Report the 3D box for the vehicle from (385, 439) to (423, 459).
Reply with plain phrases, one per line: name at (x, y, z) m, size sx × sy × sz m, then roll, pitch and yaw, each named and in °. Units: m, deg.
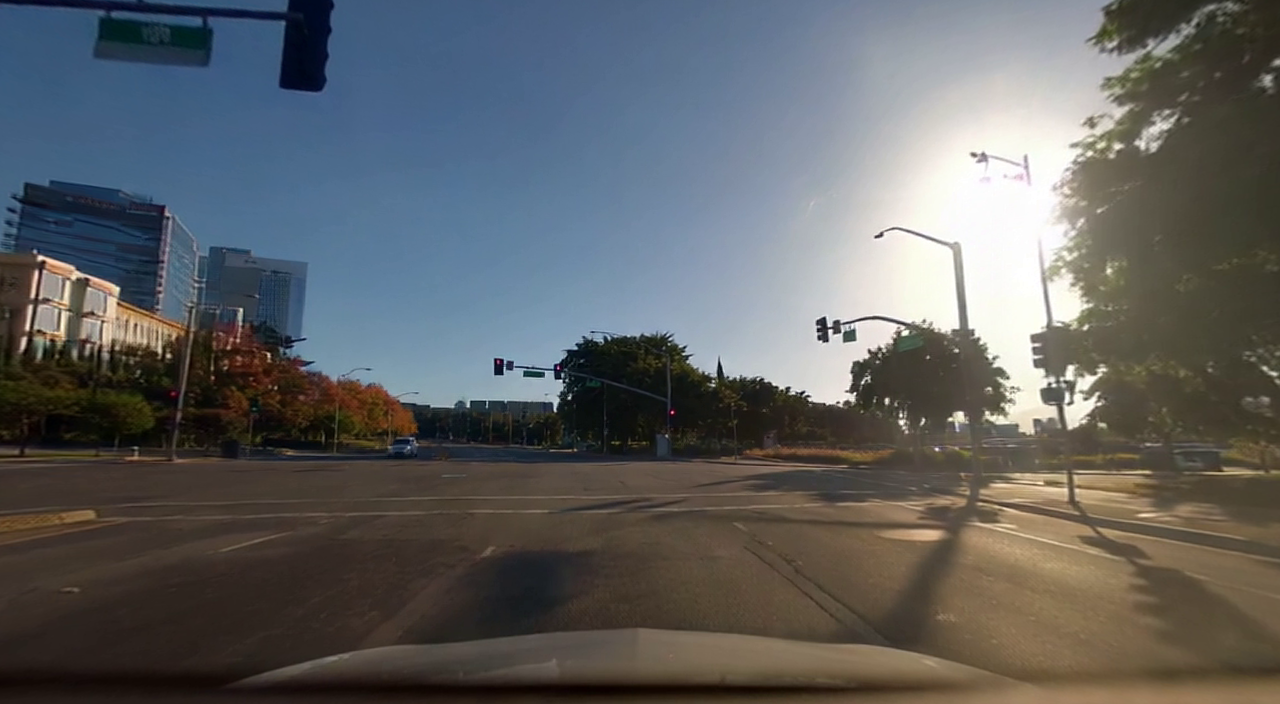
vehicle at (-18.157, 7.492, 48.821) m, size 1.969 × 1.464 × 4.485 m, roll 1°, pitch -9°, yaw -10°
